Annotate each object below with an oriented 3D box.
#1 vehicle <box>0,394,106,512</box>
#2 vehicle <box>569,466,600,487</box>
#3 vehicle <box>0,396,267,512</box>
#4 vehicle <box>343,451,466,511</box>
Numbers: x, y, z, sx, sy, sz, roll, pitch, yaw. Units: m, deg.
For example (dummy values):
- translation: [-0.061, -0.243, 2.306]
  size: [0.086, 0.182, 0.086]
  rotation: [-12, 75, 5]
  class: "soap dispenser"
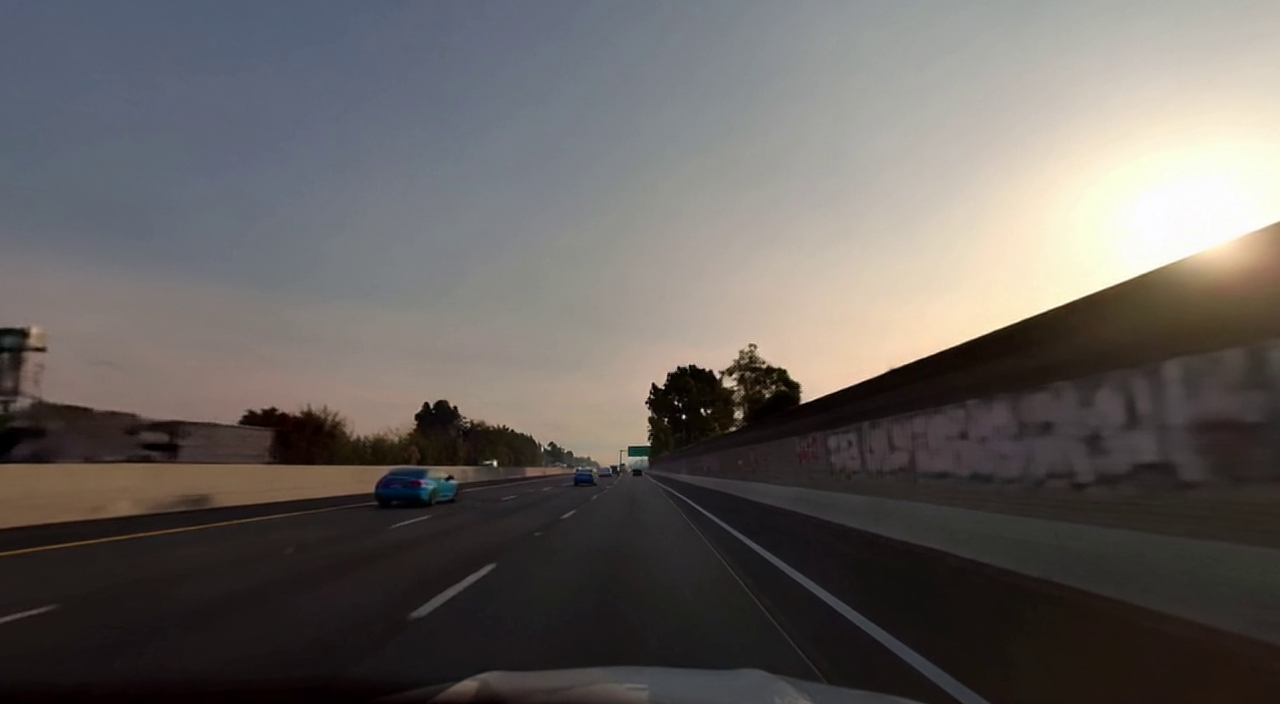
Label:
- translation: [-22.884, 3.530, 21.966]
  size: [2.973, 3.888, 5.915]
  rotation: [1, -10, 0]
  class: "vehicle"
- translation: [-4.026, 9.129, 46.395]
  size: [1.941, 1.437, 3.829]
  rotation: [1, -10, 0]
  class: "vehicle"
- translation: [-23.024, 4.811, 28.971]
  size: [3.153, 4.011, 14.034]
  rotation: [1, -10, 0]
  class: "vehicle"
- translation: [-7.185, 4.012, 19.842]
  size: [2.124, 1.630, 4.416]
  rotation: [1, -10, 0]
  class: "vehicle"
